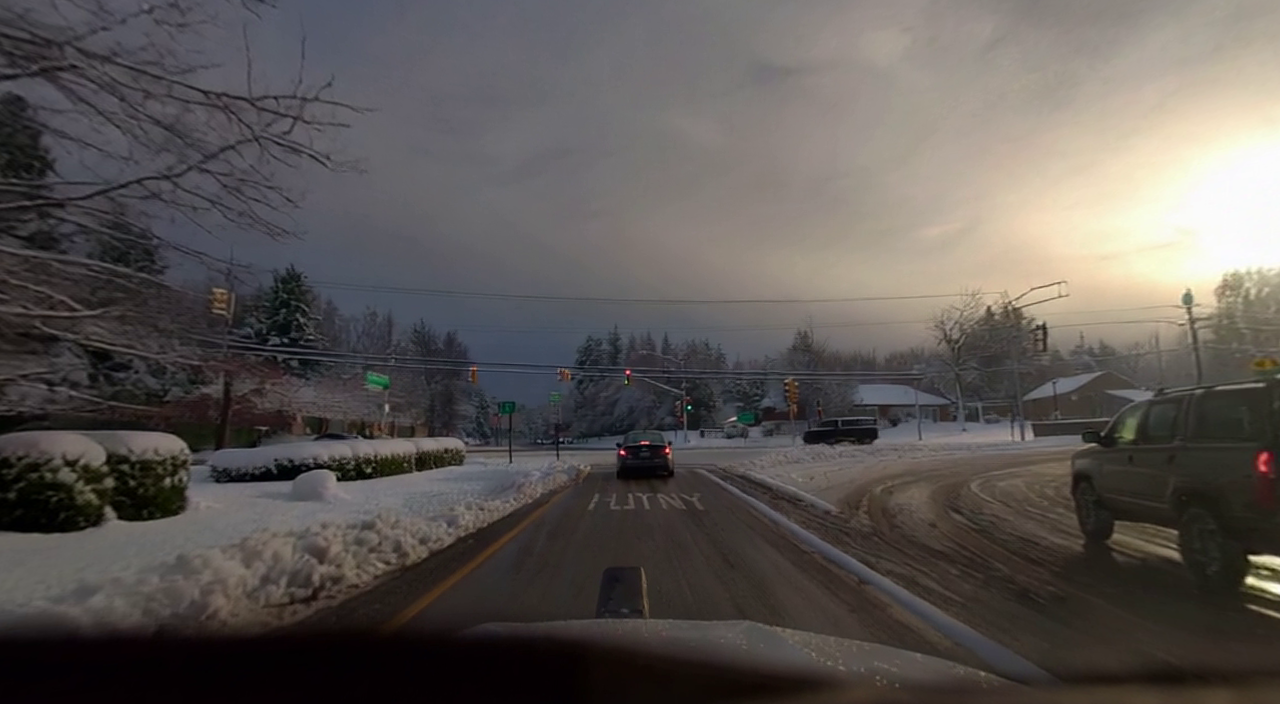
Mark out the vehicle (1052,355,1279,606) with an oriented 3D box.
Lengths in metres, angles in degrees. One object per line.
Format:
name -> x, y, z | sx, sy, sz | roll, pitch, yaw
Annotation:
vehicle -> 6.185, 1.163, 6.015 | 2.084, 1.870, 5.068 | -2, -9, 13

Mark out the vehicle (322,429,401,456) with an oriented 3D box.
vehicle -> -17.757, 5.785, 40.369 | 4.200, 1.639, 1.844 | -1, -8, 1

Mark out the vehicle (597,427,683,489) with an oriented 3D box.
vehicle -> -0.001, 2.880, 17.447 | 2.056, 1.473, 4.380 | 0, -8, 0
